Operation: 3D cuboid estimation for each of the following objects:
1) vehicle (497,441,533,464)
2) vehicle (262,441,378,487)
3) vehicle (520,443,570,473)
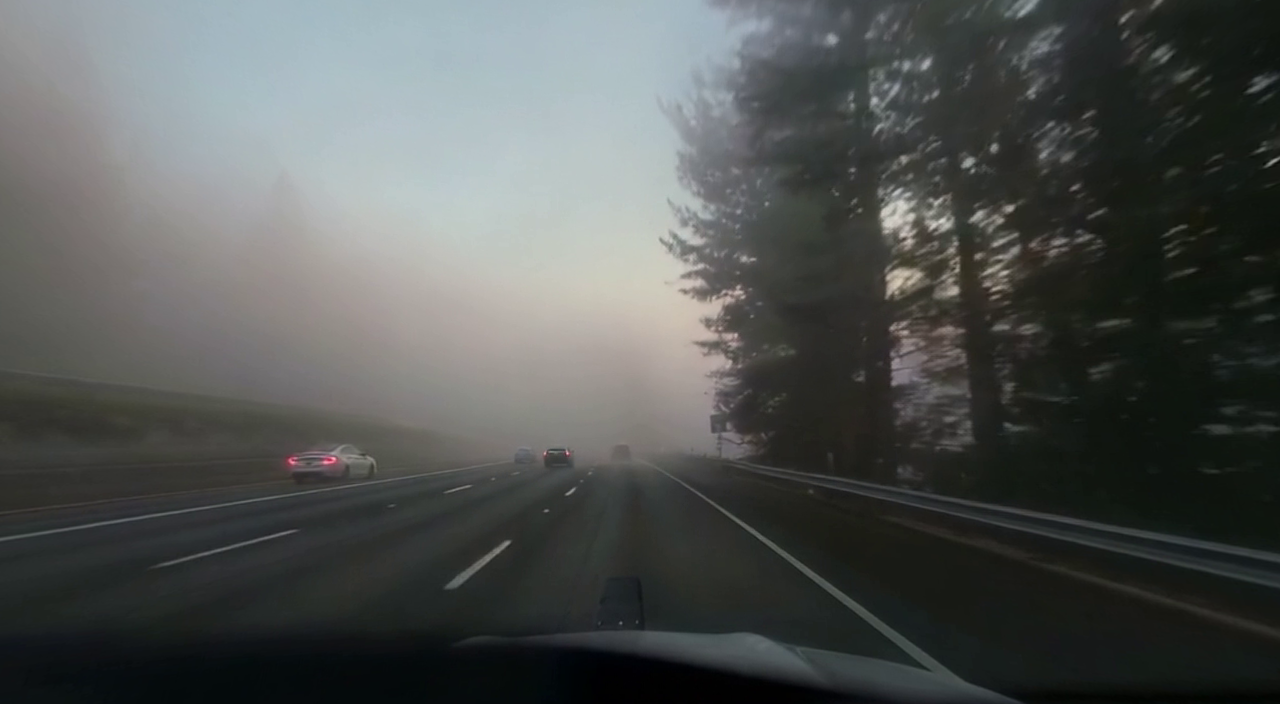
[{"bbox_3d":[-9.269,7.485,47.007,2.015,1.608,4.294,0,-9,-3],"label":"vehicle"},{"bbox_3d":[-11.562,4.066,23.164,1.960,1.487,4.593,0,-9,-2],"label":"vehicle"},{"bbox_3d":[-4.859,5.481,32.702,2.120,1.458,4.031,0,-9,-2],"label":"vehicle"}]
